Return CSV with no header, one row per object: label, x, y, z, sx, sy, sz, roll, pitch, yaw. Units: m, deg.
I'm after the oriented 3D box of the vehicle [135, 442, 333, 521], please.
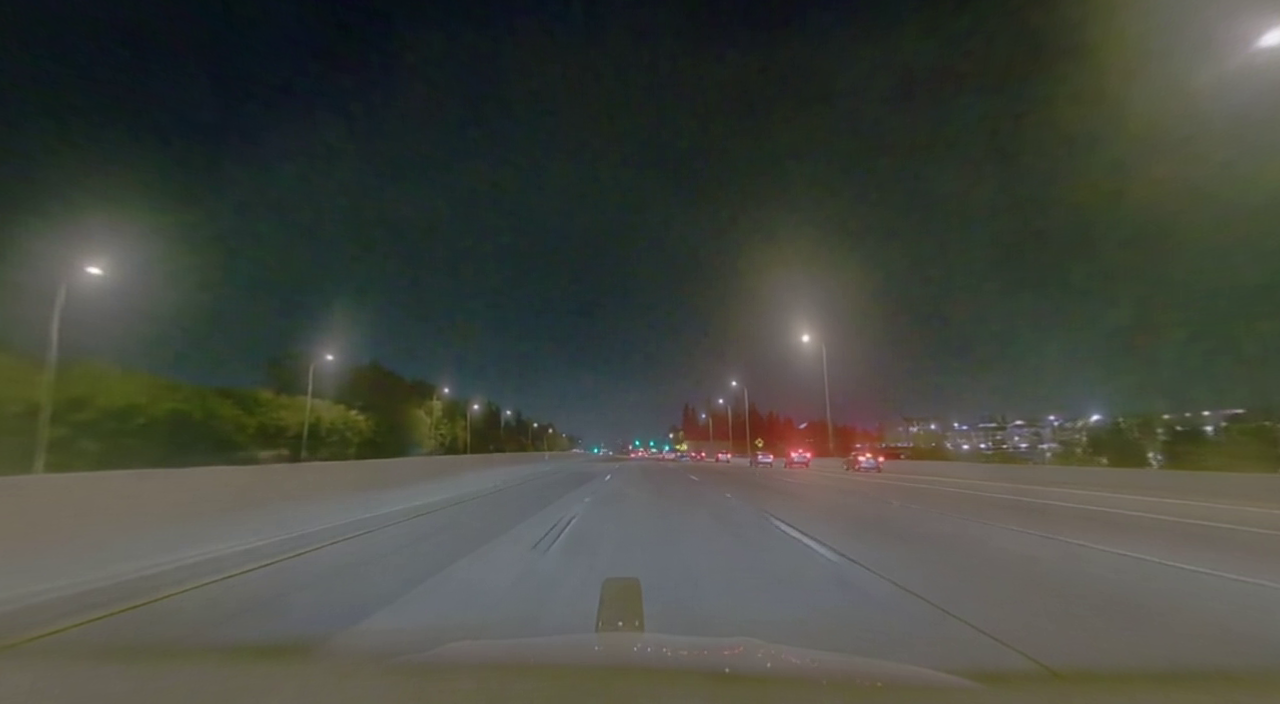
vehicle,-10.111,3.196,16.313,1.998,1.682,4.658,0,-8,0
